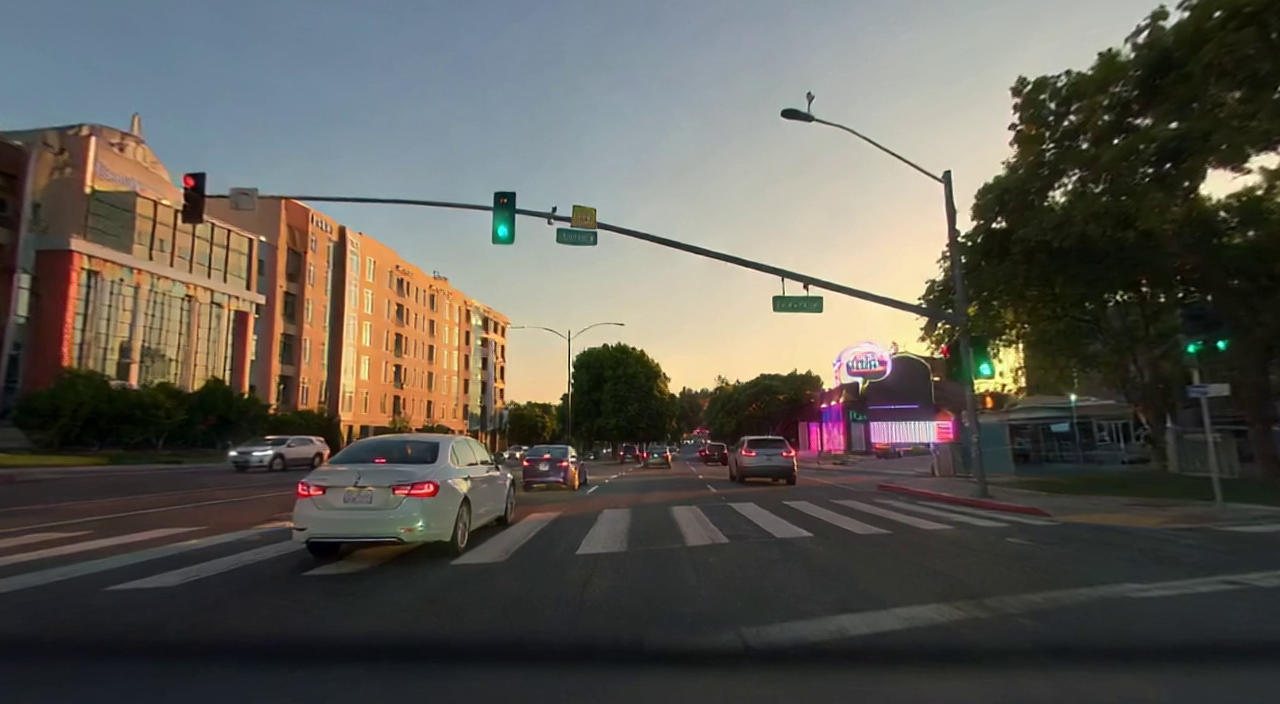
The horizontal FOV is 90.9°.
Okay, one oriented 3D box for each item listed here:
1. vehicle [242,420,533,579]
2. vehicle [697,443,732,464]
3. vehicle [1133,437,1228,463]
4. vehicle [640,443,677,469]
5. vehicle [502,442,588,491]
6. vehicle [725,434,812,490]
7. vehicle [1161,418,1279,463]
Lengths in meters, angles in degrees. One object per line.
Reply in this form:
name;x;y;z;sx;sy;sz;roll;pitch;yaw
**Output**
vehicle;-2.908;1.801;8.580;2.118;1.568;4.436;0;-8;0
vehicle;5.720;7.851;48.849;2.243;1.557;4.359;0;-8;1
vehicle;32.465;5.867;38.057;1.842;1.448;4.443;-1;-8;1
vehicle;1.193;6.358;38.841;2.164;1.477;3.988;-1;-8;3
vehicle;-3.074;3.788;21.308;1.980;1.454;4.226;-1;-8;4
vehicle;4.197;3.657;21.302;2.103;1.699;4.171;0;-8;1
vehicle;35.109;5.343;37.969;2.335;2.458;5.717;0;-8;-2
